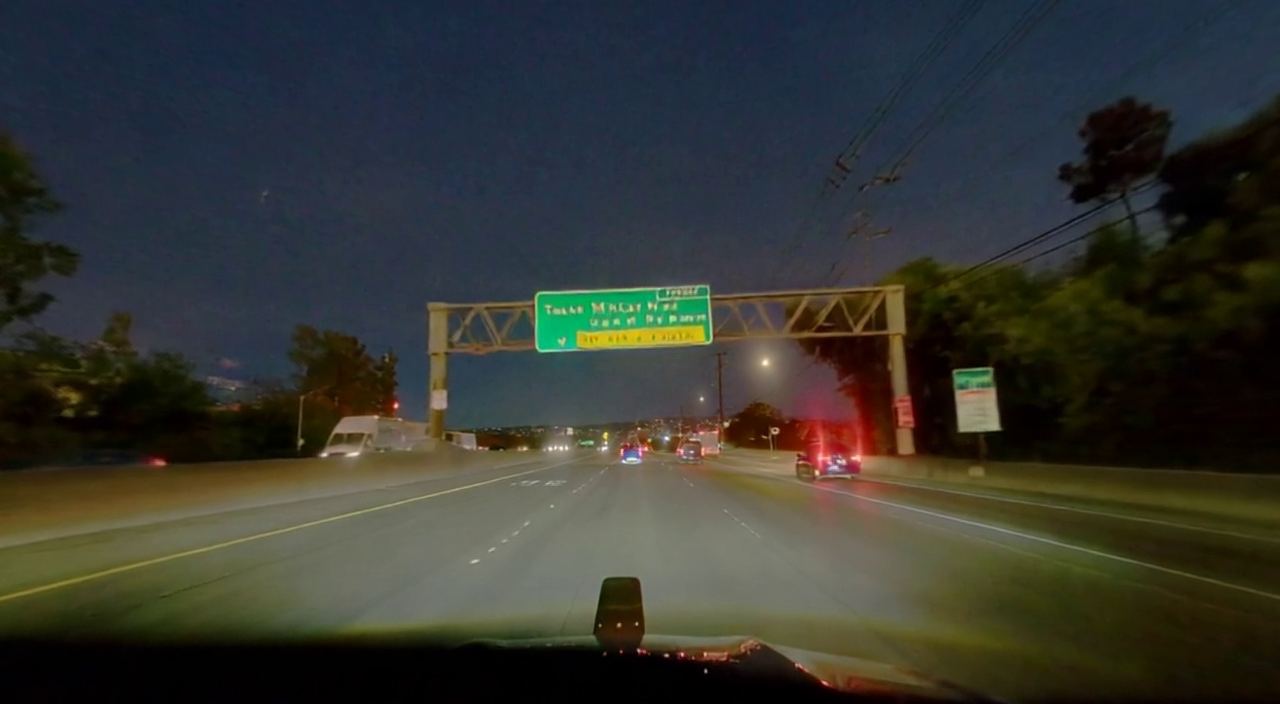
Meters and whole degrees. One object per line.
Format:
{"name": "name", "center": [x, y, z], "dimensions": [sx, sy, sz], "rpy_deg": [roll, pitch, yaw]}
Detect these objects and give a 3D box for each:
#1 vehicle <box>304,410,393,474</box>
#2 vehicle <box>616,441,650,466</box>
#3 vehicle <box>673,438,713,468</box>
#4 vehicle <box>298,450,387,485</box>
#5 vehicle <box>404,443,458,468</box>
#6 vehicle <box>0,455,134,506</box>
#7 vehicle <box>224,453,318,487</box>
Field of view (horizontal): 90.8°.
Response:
{"name": "vehicle", "center": [-21.267, 6.657, 46.619], "dimensions": [3.228, 4.337, 6.550], "rpy_deg": [0, -9, 0]}
{"name": "vehicle", "center": [-0.500, 7.278, 45.493], "dimensions": [2.325, 1.712, 4.592], "rpy_deg": [0, -9, 0]}
{"name": "vehicle", "center": [3.321, 6.502, 40.687], "dimensions": [2.036, 1.796, 4.470], "rpy_deg": [0, -9, -2]}
{"name": "vehicle", "center": [-13.829, 5.368, 29.724], "dimensions": [1.878, 1.462, 4.573], "rpy_deg": [0, -9, 1]}
{"name": "vehicle", "center": [-14.045, 6.989, 42.775], "dimensions": [2.090, 1.598, 4.713], "rpy_deg": [0, -9, 0]}
{"name": "vehicle", "center": [-21.284, 4.573, 22.927], "dimensions": [1.923, 1.560, 4.760], "rpy_deg": [0, -9, 0]}
{"name": "vehicle", "center": [-17.573, 5.628, 30.378], "dimensions": [1.825, 1.456, 4.451], "rpy_deg": [0, -9, 0]}
